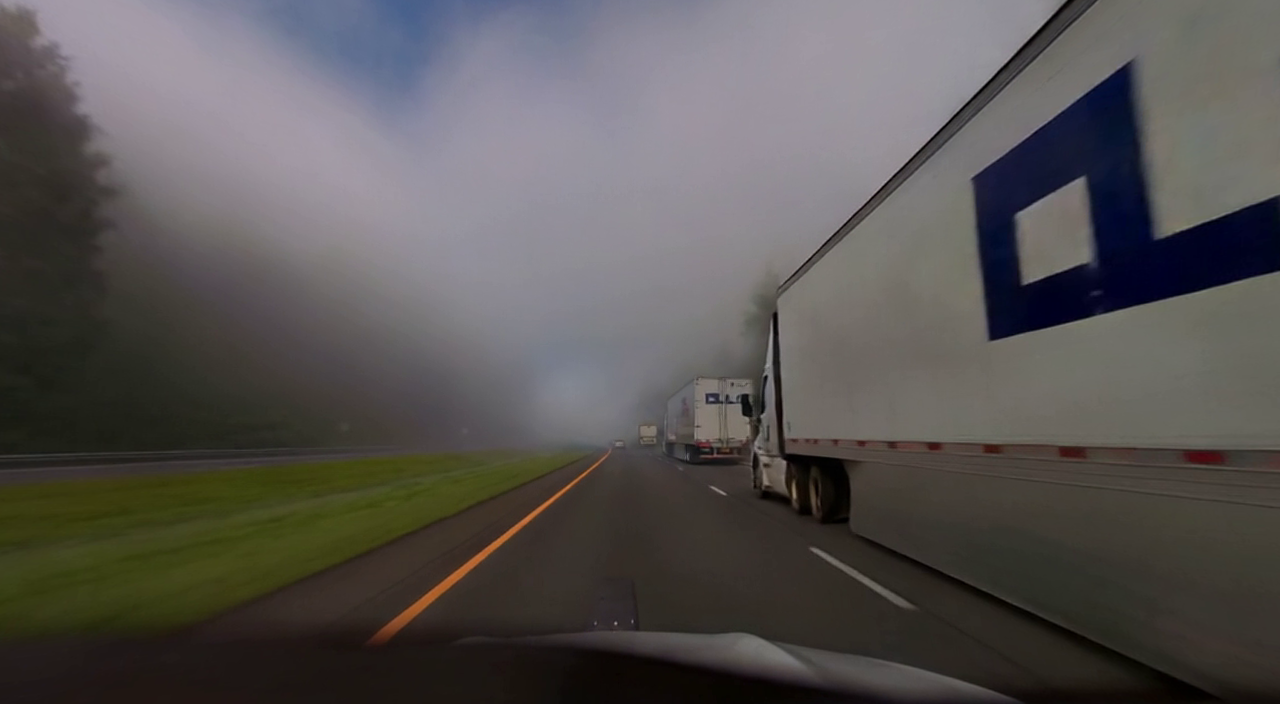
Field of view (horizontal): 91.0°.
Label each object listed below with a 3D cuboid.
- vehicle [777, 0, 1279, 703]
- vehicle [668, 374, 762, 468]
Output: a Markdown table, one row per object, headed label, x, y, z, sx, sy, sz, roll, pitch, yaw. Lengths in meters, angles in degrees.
| label | x | y | z | sx | sy | sz | roll | pitch | yaw |
| --- | --- | --- | --- | --- | --- | --- | --- | --- | --- |
| vehicle | 3.950 | -0.335 | 3.410 | 2.863 | 4.031 | 14.678 | 0 | -8 | -1 |
| vehicle | 3.550 | 3.956 | 34.298 | 2.871 | 4.072 | 14.183 | 0 | -8 | -2 |
